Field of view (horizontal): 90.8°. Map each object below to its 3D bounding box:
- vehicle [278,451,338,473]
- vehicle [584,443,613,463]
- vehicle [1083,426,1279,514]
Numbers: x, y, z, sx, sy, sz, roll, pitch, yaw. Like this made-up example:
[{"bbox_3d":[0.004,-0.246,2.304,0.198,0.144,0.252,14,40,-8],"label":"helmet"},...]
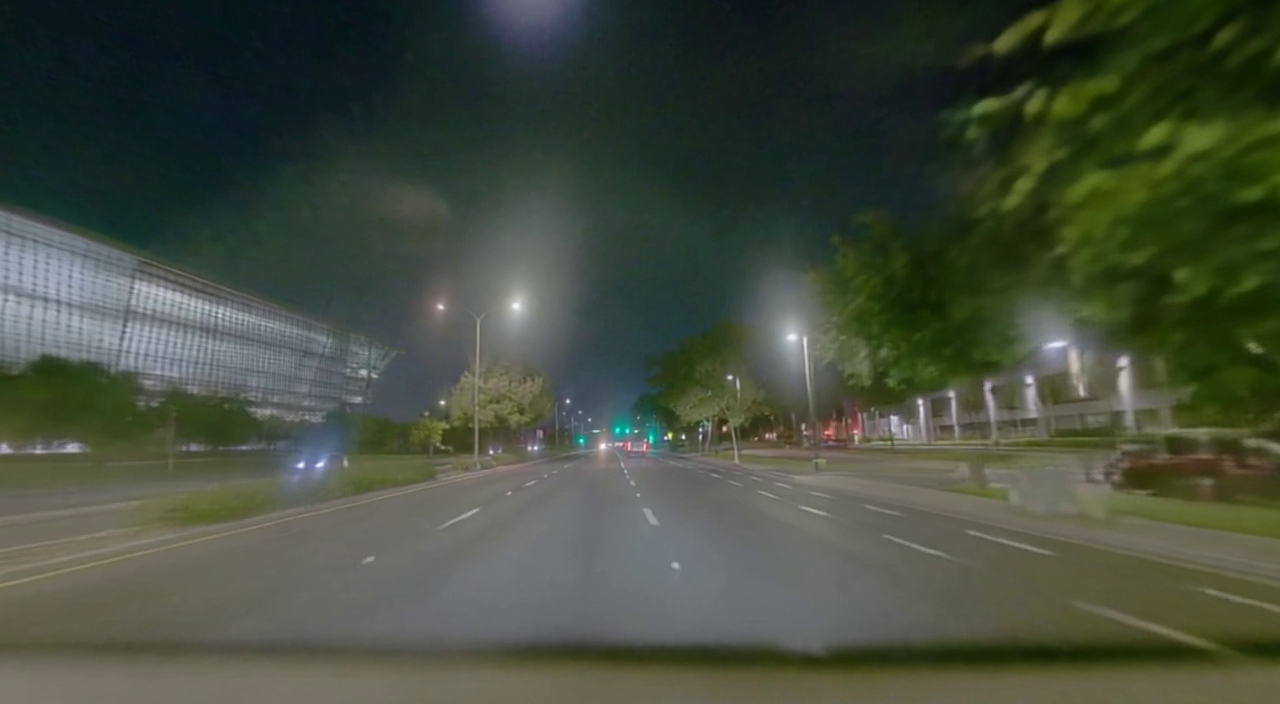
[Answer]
[{"bbox_3d":[-23.956,7.920,45.744,1.862,1.489,4.780,0,-8,-2],"label":"vehicle"},{"bbox_3d":[-3.117,7.536,47.358,2.080,1.445,4.096,0,-8,-3],"label":"vehicle"},{"bbox_3d":[12.360,2.458,13.723,2.024,1.575,4.498,0,-8,-3],"label":"vehicle"}]
